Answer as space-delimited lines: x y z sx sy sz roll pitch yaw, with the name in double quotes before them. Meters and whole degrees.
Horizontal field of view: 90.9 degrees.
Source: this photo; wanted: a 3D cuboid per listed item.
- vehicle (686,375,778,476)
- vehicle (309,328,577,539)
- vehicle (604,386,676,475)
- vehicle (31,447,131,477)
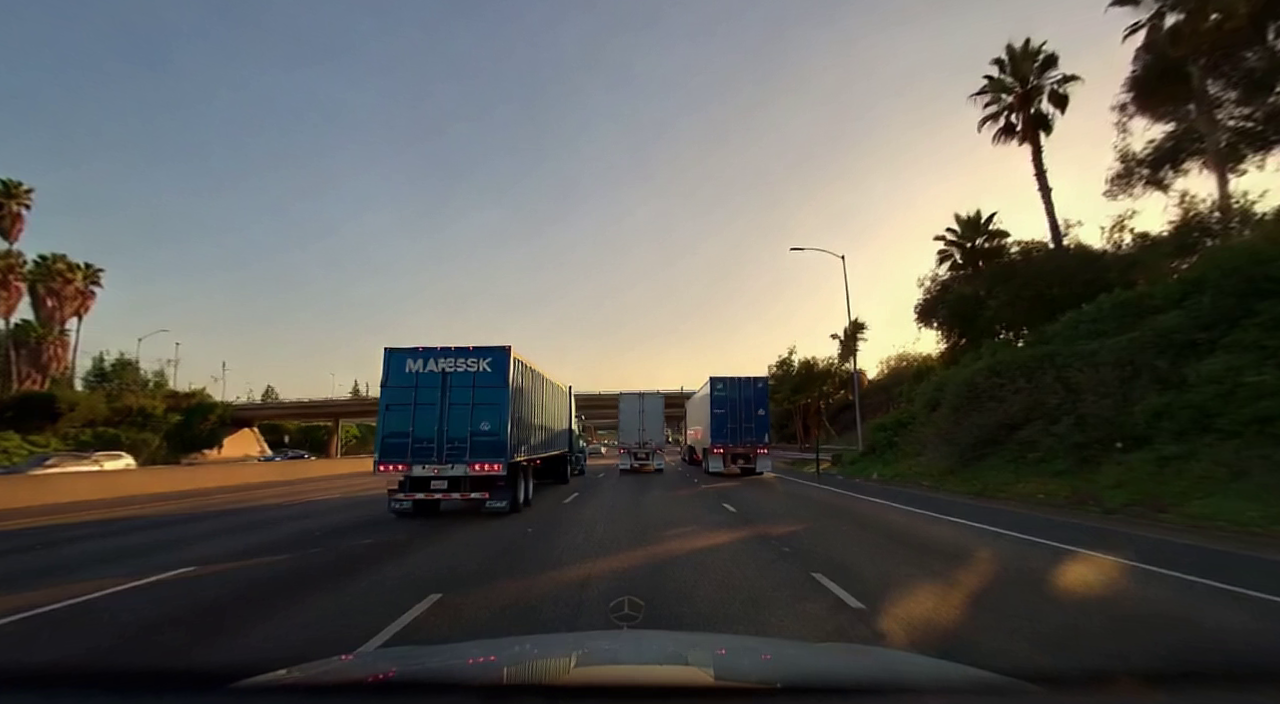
"vehicle" 4.332 4.087 33.431 2.887 4.178 14.553 0 -8 1
"vehicle" -3.537 2.011 15.198 2.786 3.228 11.082 0 -8 1
"vehicle" 0.152 4.703 36.506 3.097 3.856 18.209 0 -8 1
"vehicle" -34.914 6.853 39.556 2.220 1.725 4.363 0 -8 0
